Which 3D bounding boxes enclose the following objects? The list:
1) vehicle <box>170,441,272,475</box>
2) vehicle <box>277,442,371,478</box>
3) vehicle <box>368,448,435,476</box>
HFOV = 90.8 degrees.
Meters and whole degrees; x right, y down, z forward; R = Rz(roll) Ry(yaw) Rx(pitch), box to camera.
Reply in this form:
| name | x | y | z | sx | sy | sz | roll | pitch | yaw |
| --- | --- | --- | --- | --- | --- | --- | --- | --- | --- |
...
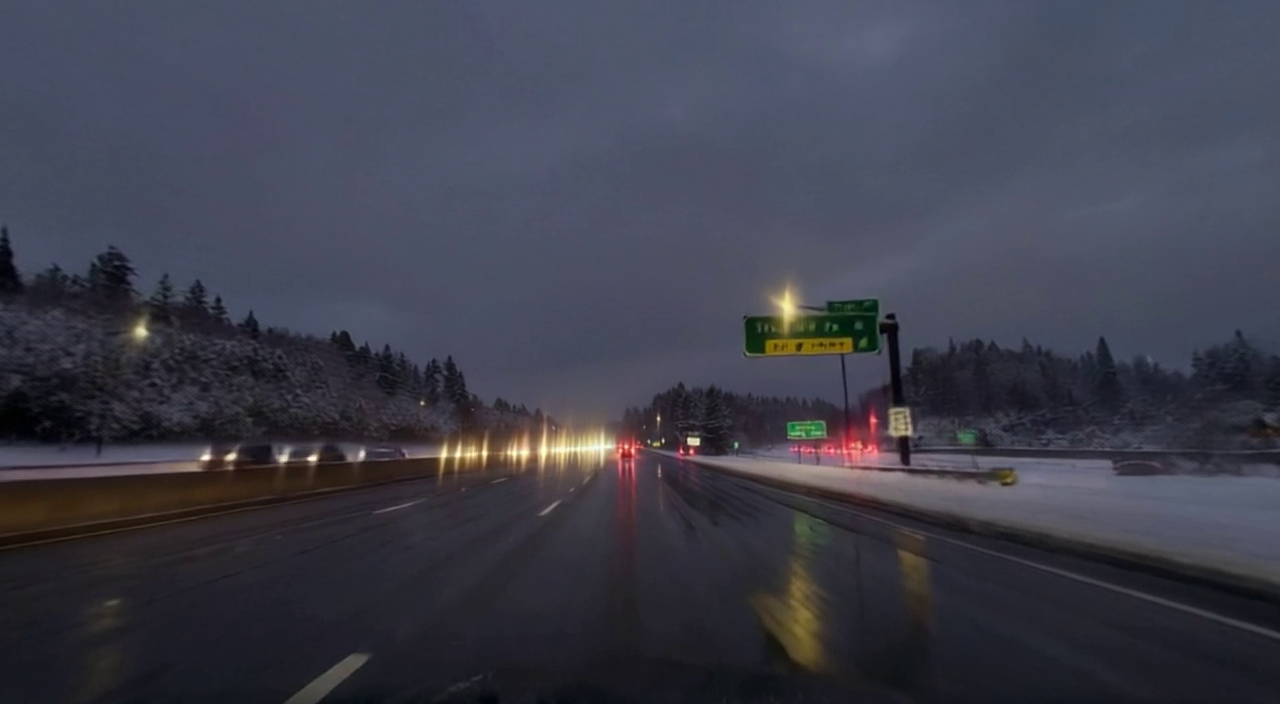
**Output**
| name | x | y | z | sx | sy | sz | roll | pitch | yaw |
| --- | --- | --- | --- | --- | --- | --- | --- | --- | --- |
| vehicle | -26.153 | 6.610 | 39.779 | 2.471 | 1.970 | 5.968 | 0 | -9 | -2 |
| vehicle | -16.159 | 5.538 | 32.728 | 2.165 | 1.675 | 5.361 | 0 | -9 | -1 |
| vehicle | -13.134 | 6.075 | 35.103 | 1.969 | 1.441 | 4.622 | 0 | -9 | 0 |
